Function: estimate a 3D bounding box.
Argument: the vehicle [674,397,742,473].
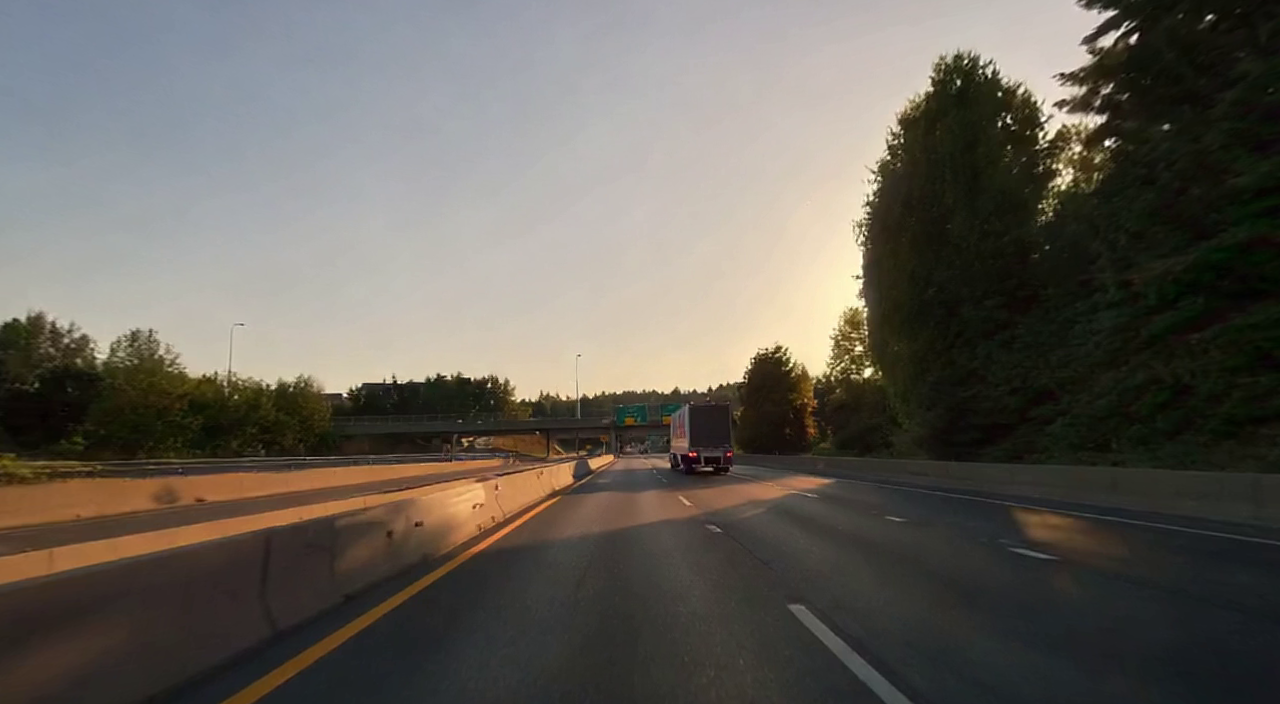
[{"bbox_3d":[3.893,5.091,37.974,2.879,4.075,8.126,0,-9,-2],"label":"vehicle"}]
